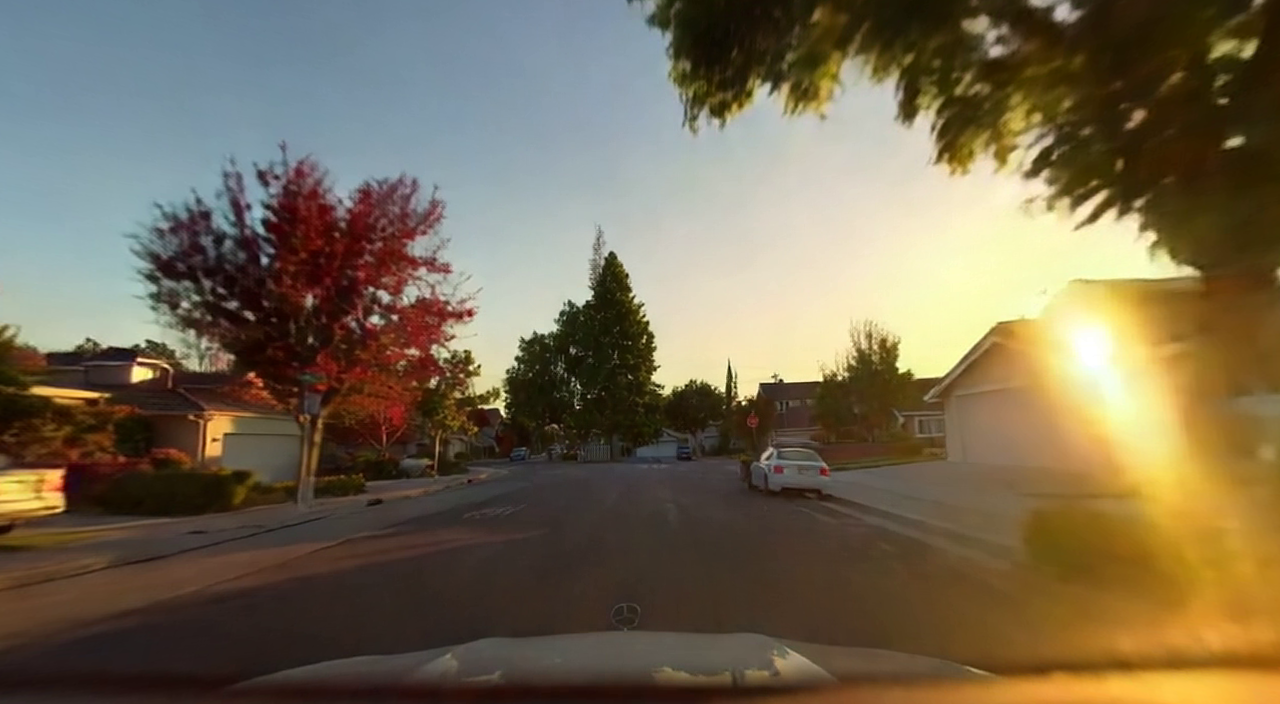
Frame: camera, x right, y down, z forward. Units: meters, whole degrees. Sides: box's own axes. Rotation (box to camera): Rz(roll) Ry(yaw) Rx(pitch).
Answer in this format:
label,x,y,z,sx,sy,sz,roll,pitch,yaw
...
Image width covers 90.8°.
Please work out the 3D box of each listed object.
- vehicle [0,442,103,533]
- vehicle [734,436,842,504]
label,x,y,z,sx,sy,sz,roll,pitch,yaw
vehicle,-12.898,2.375,11.339,4.615,1.491,2.025,0,-9,0
vehicle,3.710,3.024,16.579,1.975,1.528,4.000,0,-9,2
